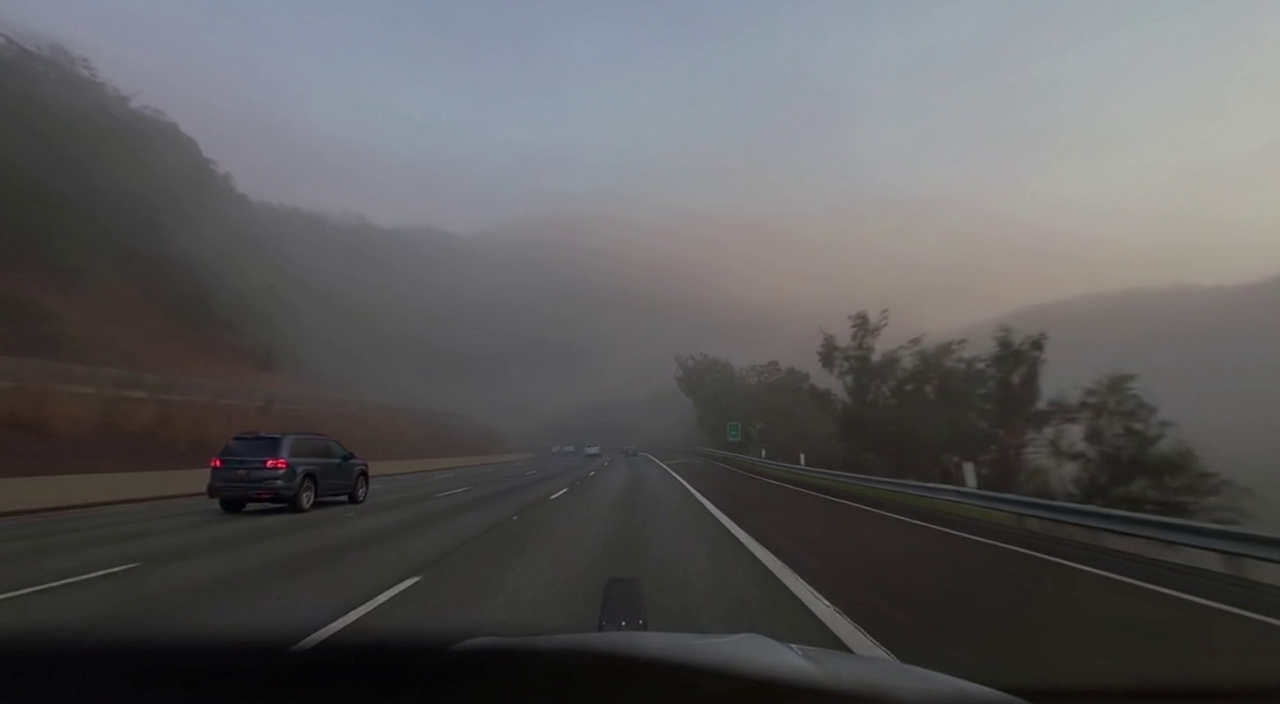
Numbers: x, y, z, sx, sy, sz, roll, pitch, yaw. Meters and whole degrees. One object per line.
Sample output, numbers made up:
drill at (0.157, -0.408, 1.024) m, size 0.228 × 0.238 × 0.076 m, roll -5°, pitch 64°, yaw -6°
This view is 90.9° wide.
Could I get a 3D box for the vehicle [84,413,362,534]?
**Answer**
vehicle at (-7.841, 2.338, 12.703) m, size 2.151 × 1.925 × 4.945 m, roll 0°, pitch -9°, yaw 0°
